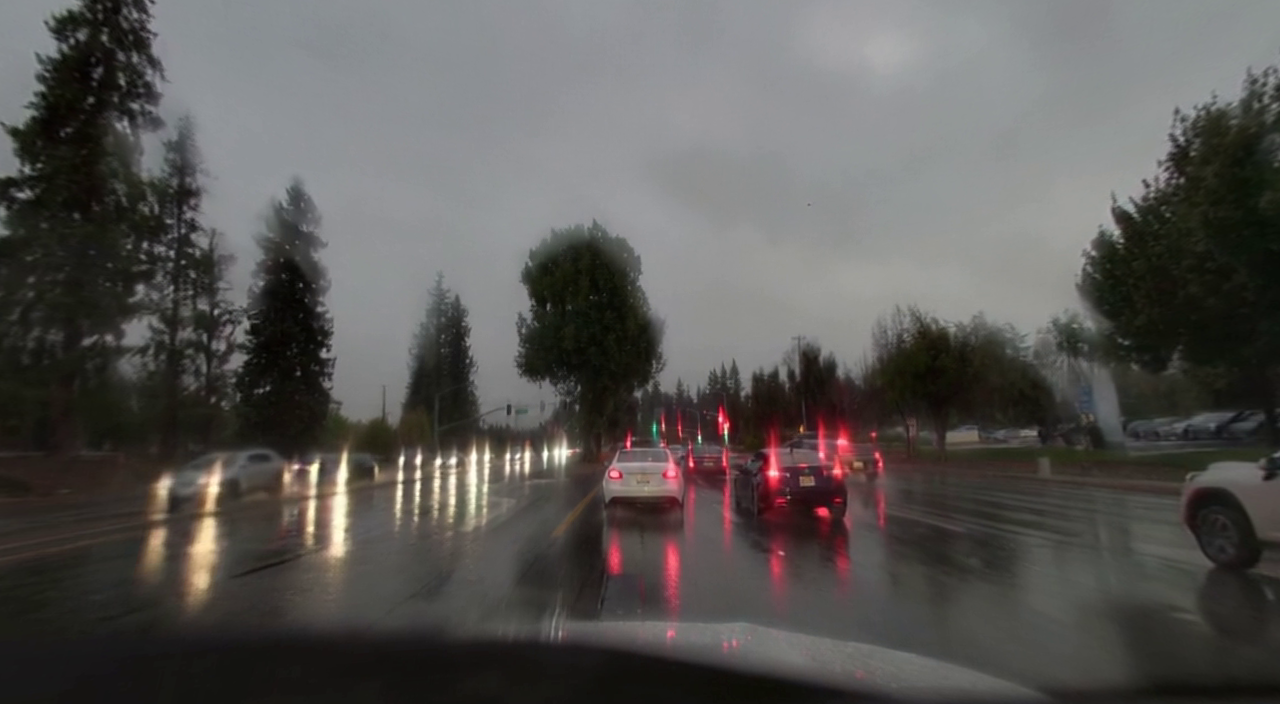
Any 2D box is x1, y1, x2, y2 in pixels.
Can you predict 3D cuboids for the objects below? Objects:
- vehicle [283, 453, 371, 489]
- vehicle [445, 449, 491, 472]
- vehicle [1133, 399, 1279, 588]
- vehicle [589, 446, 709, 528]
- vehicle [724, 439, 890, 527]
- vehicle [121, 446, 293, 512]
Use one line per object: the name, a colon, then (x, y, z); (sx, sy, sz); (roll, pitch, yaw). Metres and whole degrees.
vehicle: (-14.480, 5.498, 29.595); (2.018, 1.469, 4.916); (1, -9, -6)
vehicle: (-12.199, 7.729, 45.133); (2.002, 1.500, 4.536); (0, -9, 0)
vehicle: (6.936, 1.229, 5.311); (1.987, 1.730, 4.373); (0, -9, 0)
vehicle: (0.088, 2.558, 12.607); (1.990, 1.347, 4.067); (0, -9, -2)
vehicle: (3.131, 2.562, 13.087); (1.970, 1.445, 4.974); (0, -9, -1)
vehicle: (-12.304, 3.586, 18.389); (1.963, 1.649, 4.290); (0, -9, 0)
